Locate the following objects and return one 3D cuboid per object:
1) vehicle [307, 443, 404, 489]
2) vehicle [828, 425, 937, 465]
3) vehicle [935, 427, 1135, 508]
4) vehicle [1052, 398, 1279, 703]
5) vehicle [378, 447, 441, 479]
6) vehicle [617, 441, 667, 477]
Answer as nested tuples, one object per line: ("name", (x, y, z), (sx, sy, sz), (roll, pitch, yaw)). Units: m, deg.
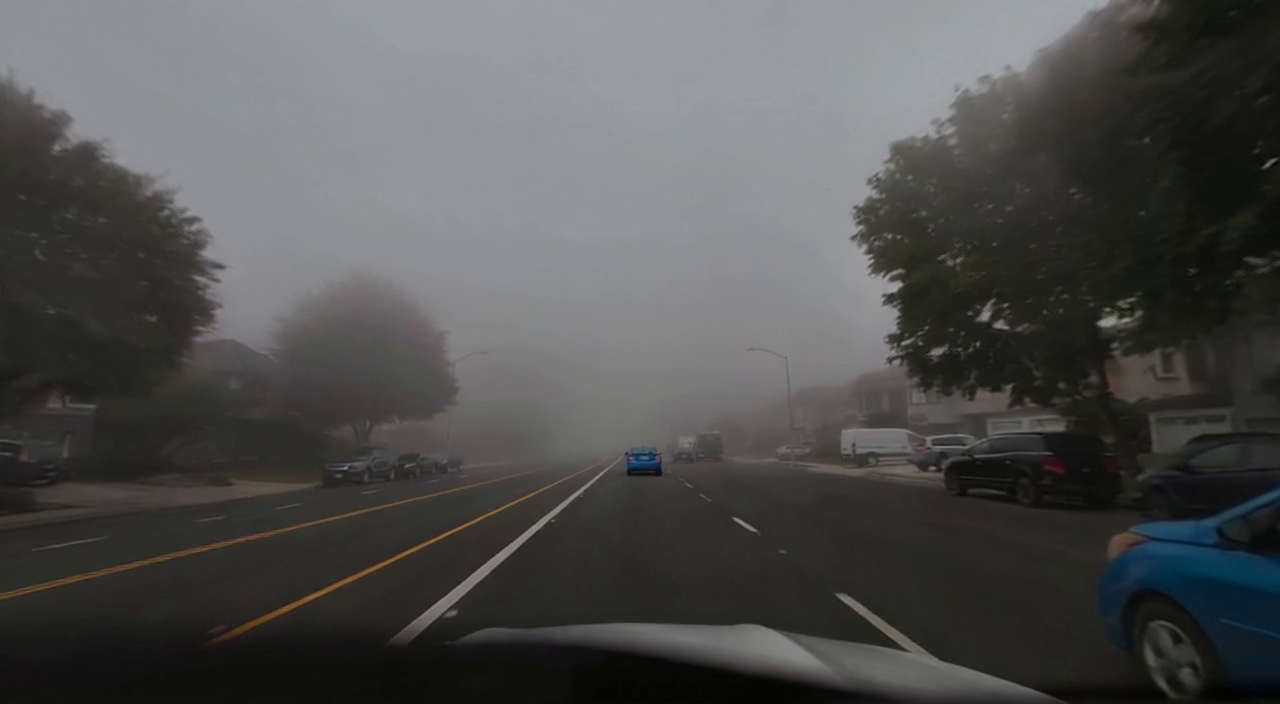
("vehicle", (-14.526, 5.819, 32.762), (2.351, 2.008, 5.971), (-3, -9, -1))
("vehicle", (14.717, 5.673, 38.585), (5.696, 2.299, 2.292), (0, -9, -2))
("vehicle", (9.720, 2.874, 16.136), (2.139, 1.772, 4.468), (0, -9, -1))
("vehicle", (3.542, 0.809, 1.645), (1.992, 1.505, 4.333), (0, -9, 0))
("vehicle", (-14.464, 6.955, 39.954), (2.140, 1.899, 4.900), (0, -9, 0))
("vehicle", (0.055, 4.808, 28.668), (2.093, 1.497, 4.010), (0, -9, -1))
